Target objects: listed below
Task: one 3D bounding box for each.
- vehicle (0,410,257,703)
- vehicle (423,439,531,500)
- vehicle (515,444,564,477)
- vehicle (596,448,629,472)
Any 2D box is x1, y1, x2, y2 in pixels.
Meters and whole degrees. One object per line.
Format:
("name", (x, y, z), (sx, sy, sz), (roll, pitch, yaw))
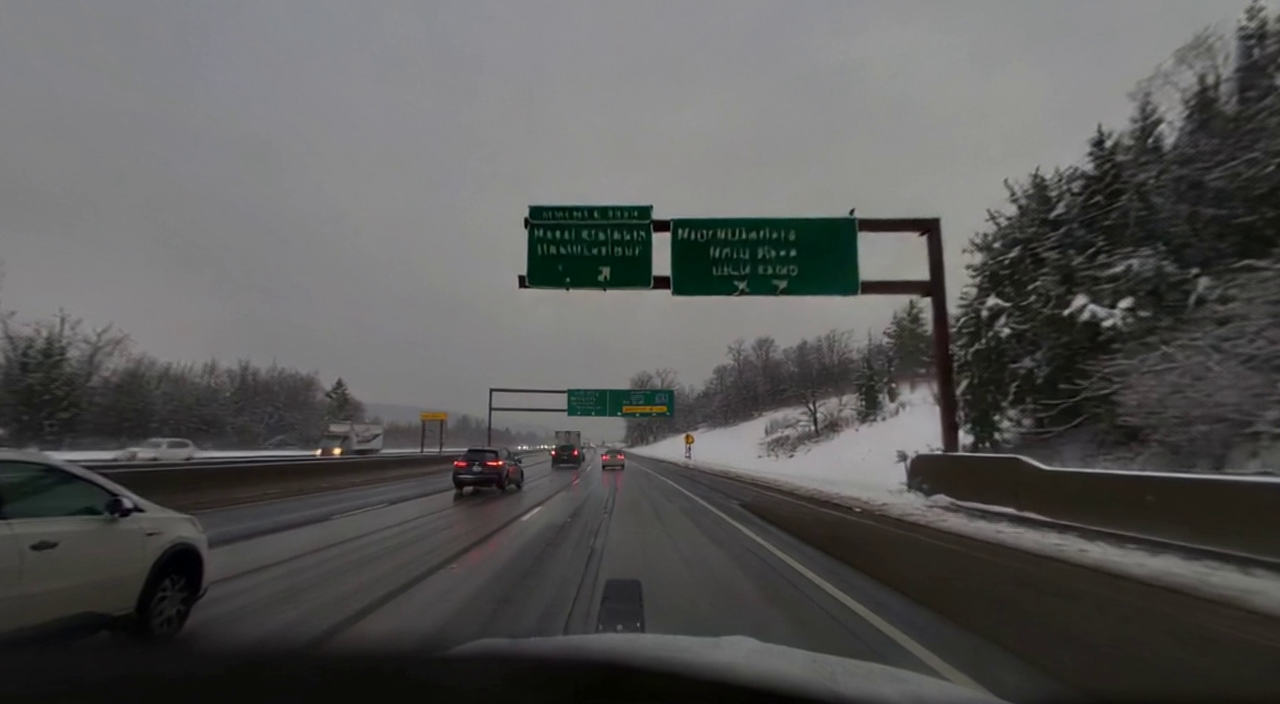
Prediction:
("vehicle", (-3.782, 0.987, 2.615), (1.892, 1.492, 3.940), (0, -9, 0))
("vehicle", (-4.781, 3.519, 19.211), (2.208, 1.619, 4.162), (0, -9, -1))
("vehicle", (-5.367, 5.828, 34.120), (2.118, 1.624, 4.032), (0, -9, -2))
("vehicle", (-1.808, 6.817, 40.017), (1.988, 1.440, 4.201), (0, -9, -4))
